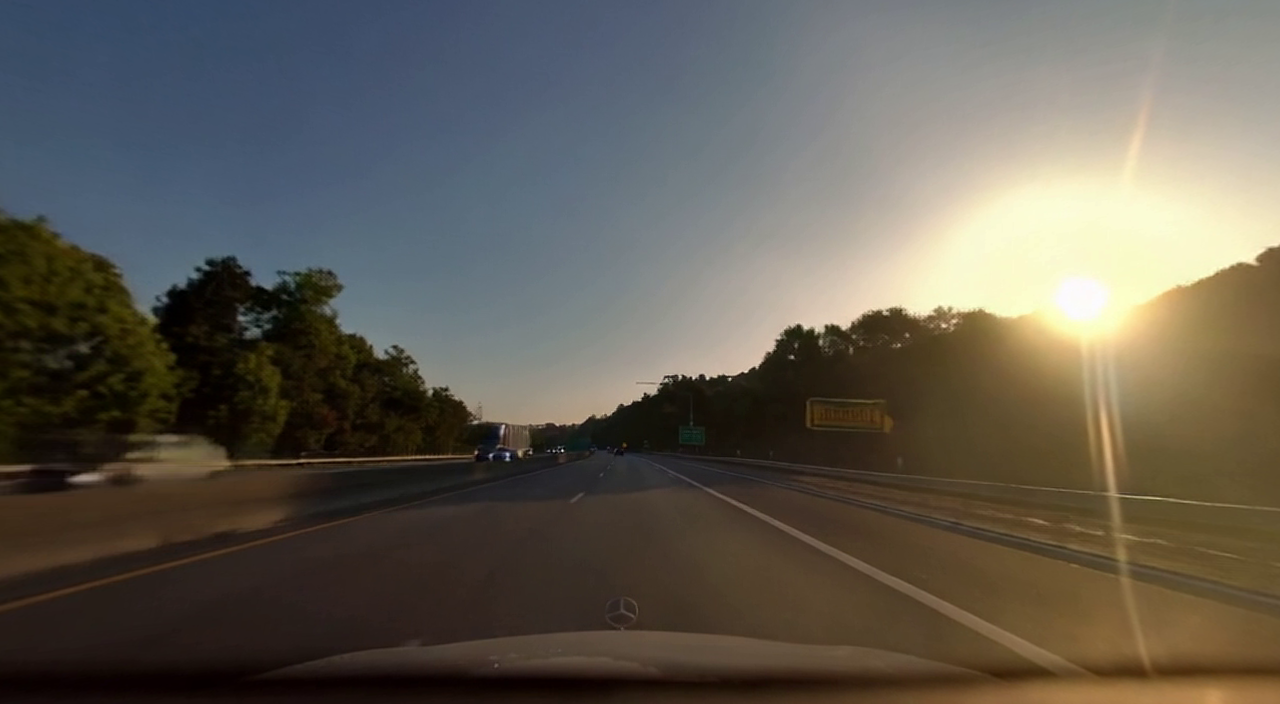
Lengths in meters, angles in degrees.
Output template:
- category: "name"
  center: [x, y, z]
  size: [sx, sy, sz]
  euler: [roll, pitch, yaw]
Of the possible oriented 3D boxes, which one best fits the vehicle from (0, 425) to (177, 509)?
- category: "vehicle"
  center: [-12.183, 2.308, 12.820]
  size: [2.027, 1.452, 4.580]
  euler: [0, -9, 0]
